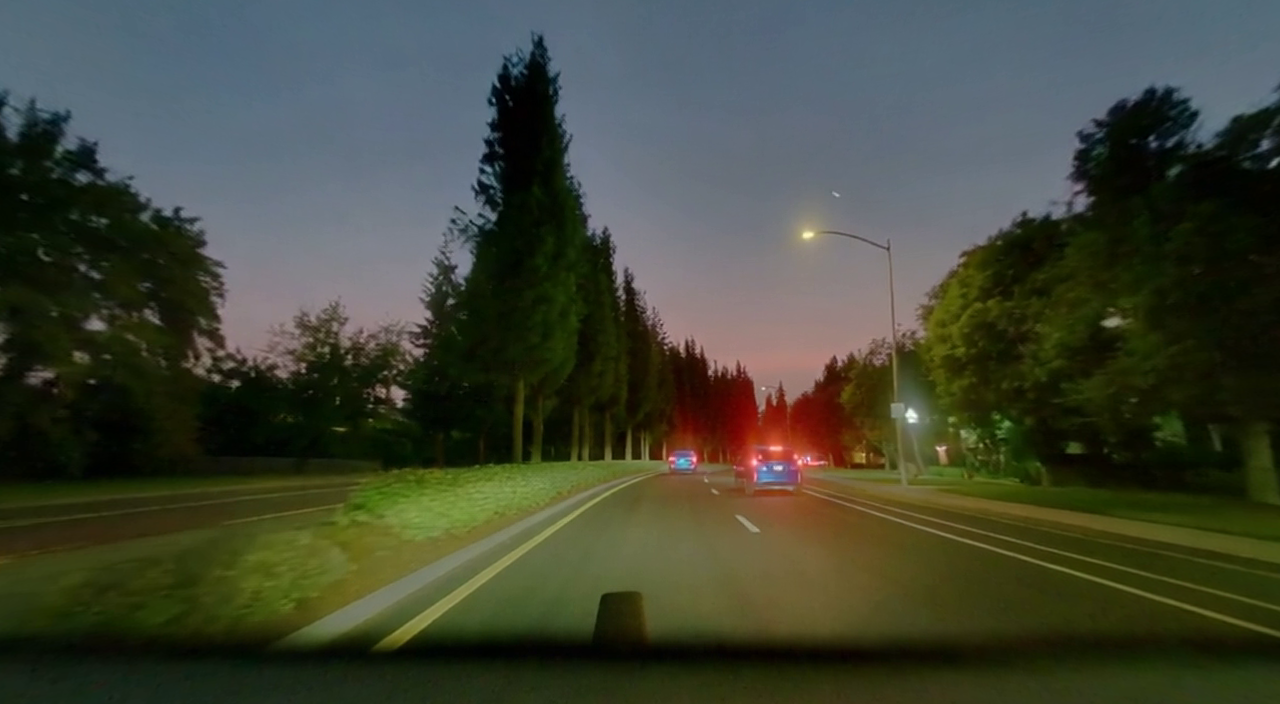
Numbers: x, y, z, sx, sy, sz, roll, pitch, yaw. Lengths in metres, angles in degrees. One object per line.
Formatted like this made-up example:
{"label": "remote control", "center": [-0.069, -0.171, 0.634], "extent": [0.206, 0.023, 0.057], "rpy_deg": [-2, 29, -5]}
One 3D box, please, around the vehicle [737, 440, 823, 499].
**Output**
{"label": "vehicle", "center": [4.337, 3.673, 20.133], "extent": [1.971, 1.663, 4.287], "rpy_deg": [0, -8, 3]}

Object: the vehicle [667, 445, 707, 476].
{"label": "vehicle", "center": [3.072, 6.910, 40.436], "extent": [2.251, 1.822, 4.391], "rpy_deg": [-1, -8, 8]}
